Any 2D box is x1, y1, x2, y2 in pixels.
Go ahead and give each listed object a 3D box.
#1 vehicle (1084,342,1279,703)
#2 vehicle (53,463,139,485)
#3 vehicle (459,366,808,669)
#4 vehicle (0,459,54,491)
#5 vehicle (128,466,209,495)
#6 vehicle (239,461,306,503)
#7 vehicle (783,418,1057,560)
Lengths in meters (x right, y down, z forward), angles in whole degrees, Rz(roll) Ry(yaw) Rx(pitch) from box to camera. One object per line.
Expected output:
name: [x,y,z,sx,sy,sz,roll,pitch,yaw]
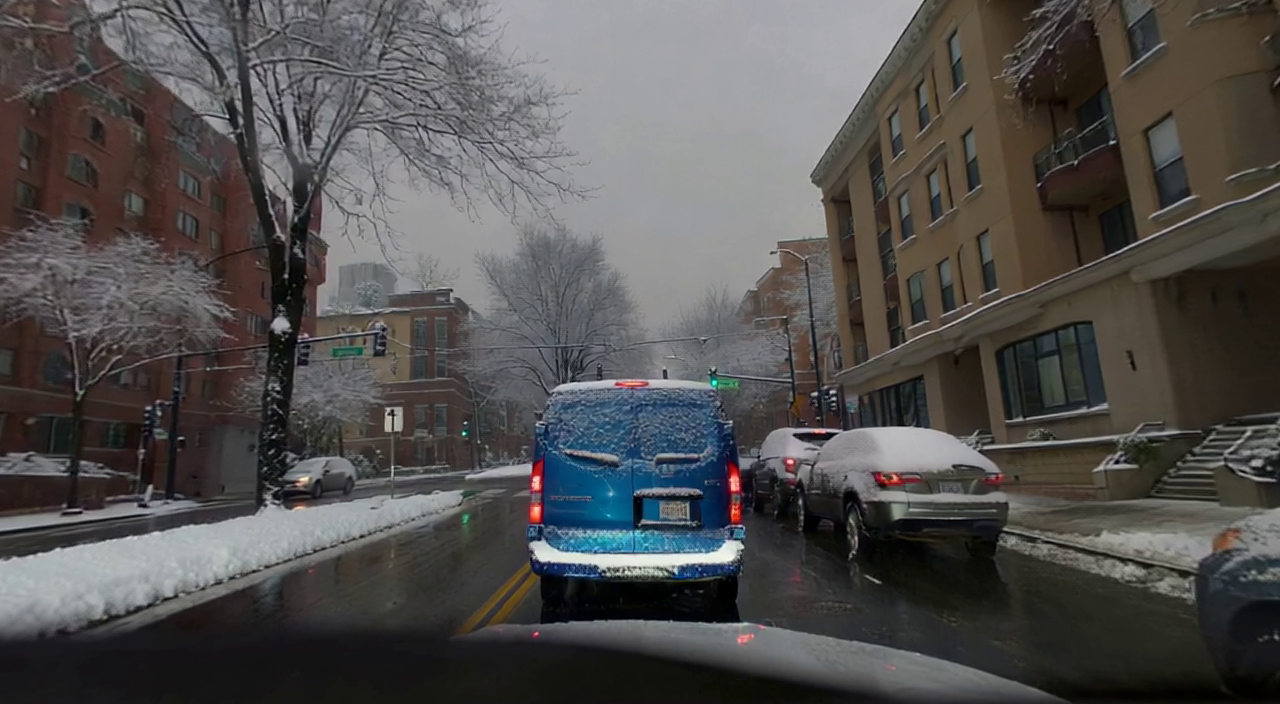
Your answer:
vehicle: [3.810,0.693,1.742,2.157,1.748,4.130,0,-9,1]
vehicle: [-38.458,8.630,44.638,4.396,1.458,1.809,-1,-9,2]
vehicle: [-0.030,1.323,6.044,2.101,1.828,4.270,0,-9,0]
vehicle: [-35.472,6.851,35.146,3.843,1.680,1.782,-1,-9,4]
vehicle: [-33.253,9.065,44.532,4.292,1.492,1.772,-6,-14,-1]
vehicle: [-15.403,5.409,26.648,1.852,1.485,4.428,3,-9,-23]
vehicle: [3.925,2.005,10.021,2.061,1.676,4.734,0,-9,-2]
